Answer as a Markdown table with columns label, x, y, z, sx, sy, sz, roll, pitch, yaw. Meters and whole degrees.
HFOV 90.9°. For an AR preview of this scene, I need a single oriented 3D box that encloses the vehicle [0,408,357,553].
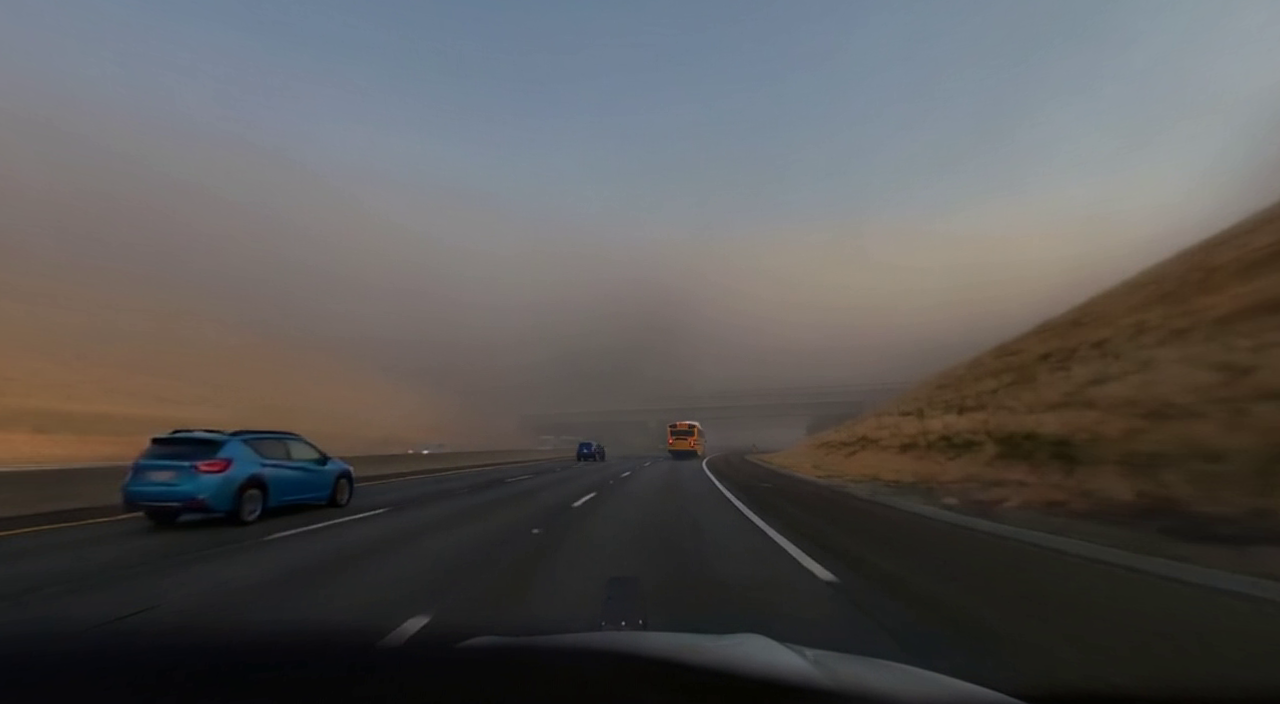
| label | x | y | z | sx | sy | sz | roll | pitch | yaw |
| --- | --- | --- | --- | --- | --- | --- | --- | --- | --- |
| vehicle | -6.642 | 1.845 | 9.786 | 2.172 | 1.689 | 4.625 | 0 | -8 | 2 |

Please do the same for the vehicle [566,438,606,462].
| label | x | y | z | sx | sy | sz | roll | pitch | yaw |
| --- | --- | --- | --- | --- | --- | --- | --- | --- | --- |
| vehicle | -4.098 | 7.512 | 48.599 | 2.106 | 1.704 | 4.637 | -1 | -8 | 7 |
